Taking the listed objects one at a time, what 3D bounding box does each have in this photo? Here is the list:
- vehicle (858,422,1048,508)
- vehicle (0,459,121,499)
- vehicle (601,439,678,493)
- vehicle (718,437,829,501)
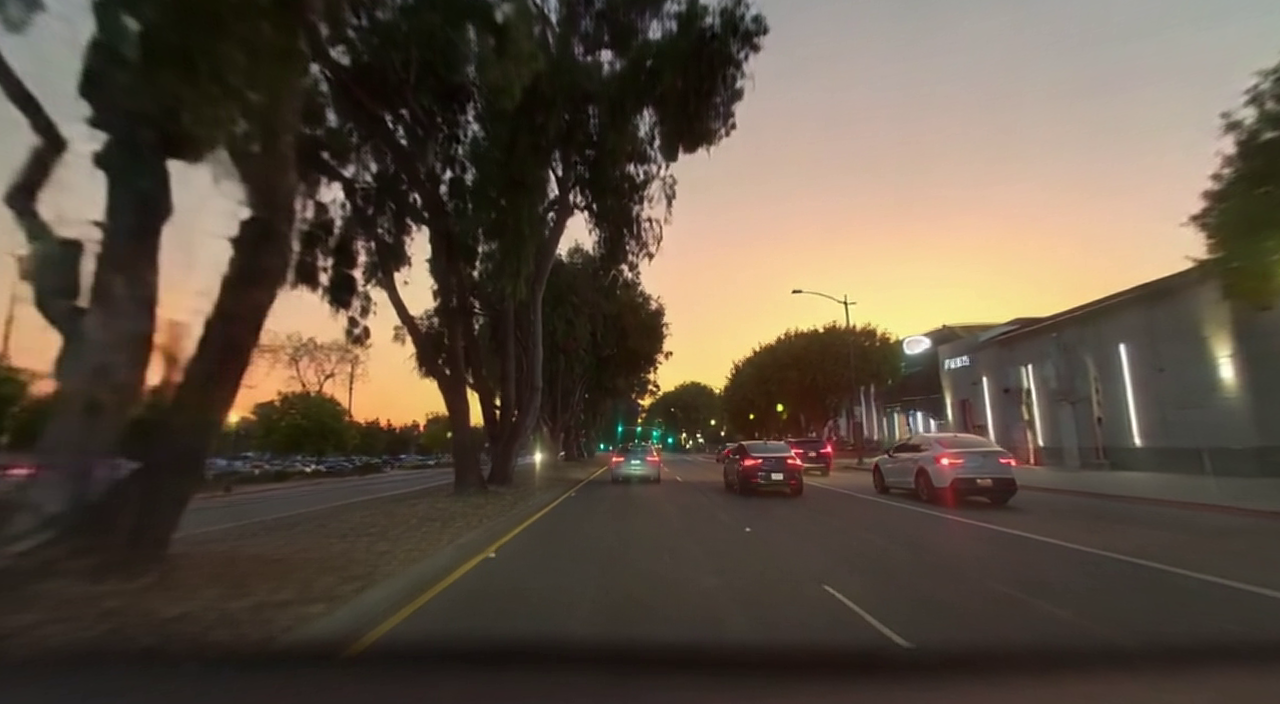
[{"bbox_3d":[7.178,2.656,15.264,2.052,1.708,4.842,0,-9,-1],"label":"vehicle"},{"bbox_3d":[-26.411,5.652,28.270,4.559,1.663,2.059,-1,-9,3],"label":"vehicle"},{"bbox_3d":[-0.051,3.481,19.625,2.101,1.444,4.248,0,-9,-1],"label":"vehicle"},{"bbox_3d":[3.401,3.066,16.978,1.993,1.477,4.240,0,-9,-1],"label":"vehicle"}]
